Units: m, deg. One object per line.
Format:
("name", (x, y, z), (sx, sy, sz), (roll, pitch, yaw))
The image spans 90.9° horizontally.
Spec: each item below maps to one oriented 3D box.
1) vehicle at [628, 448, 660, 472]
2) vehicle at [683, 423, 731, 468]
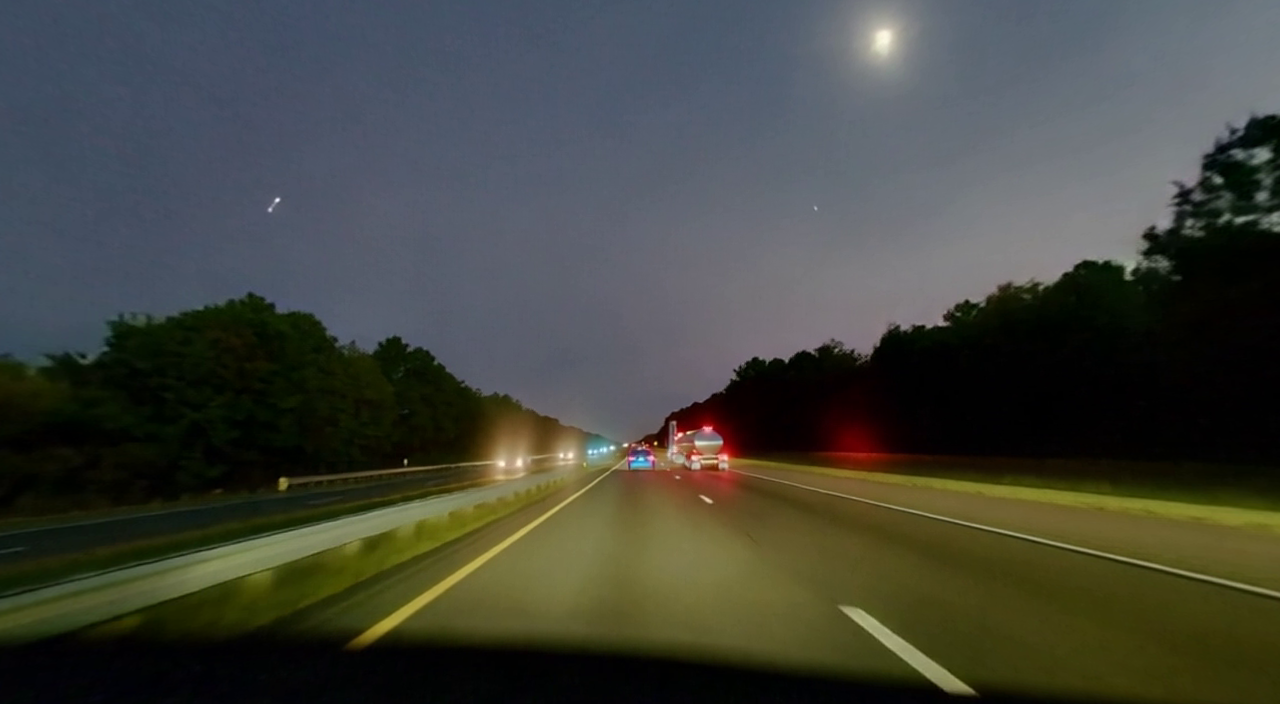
("vehicle", (0.227, 6.749, 39.443), (1.926, 1.386, 3.615), (0, -9, 0))
("vehicle", (4.892, 7.037, 47.274), (2.718, 3.034, 7.395), (0, -9, 0))
